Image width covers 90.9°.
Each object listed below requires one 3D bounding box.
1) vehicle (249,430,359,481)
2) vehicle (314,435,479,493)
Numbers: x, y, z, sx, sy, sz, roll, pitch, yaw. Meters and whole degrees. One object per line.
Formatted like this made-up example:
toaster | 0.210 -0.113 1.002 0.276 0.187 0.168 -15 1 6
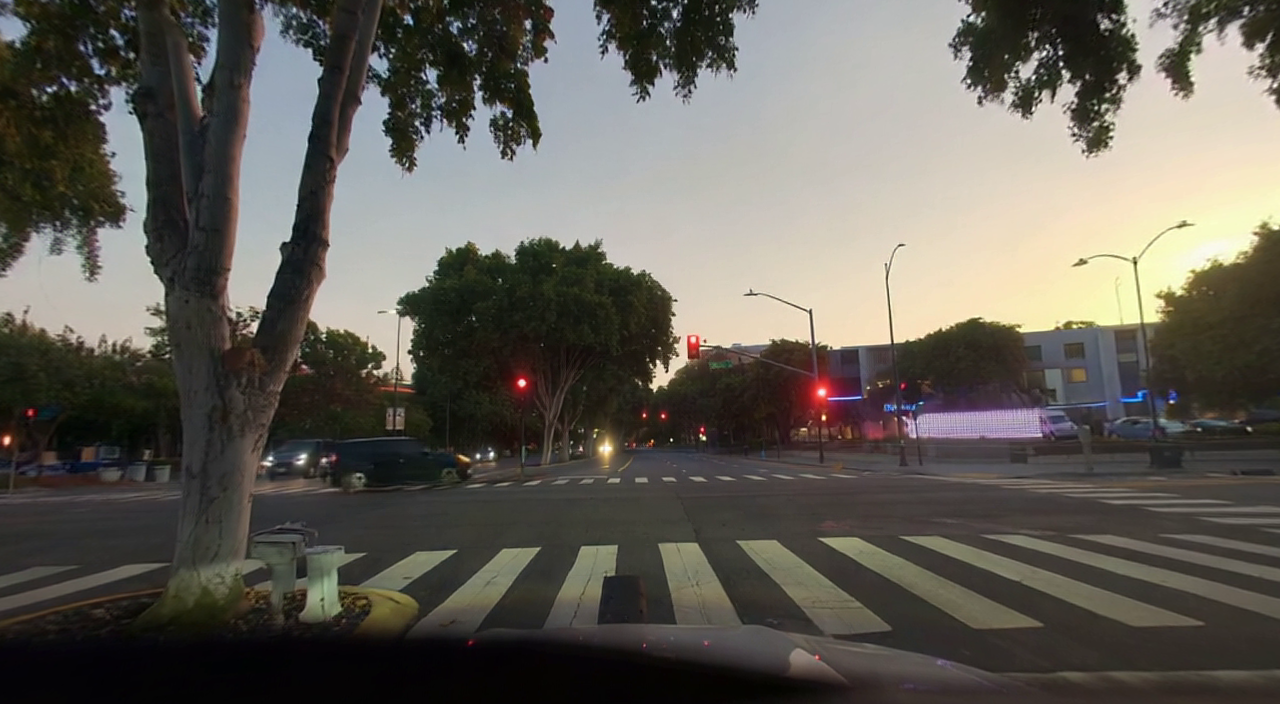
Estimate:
vehicle | -18.529 5.735 35.237 2.557 2.580 5.856 -1 -8 4
vehicle | -7.878 3.571 20.531 4.569 1.658 2.153 5 -10 -33
